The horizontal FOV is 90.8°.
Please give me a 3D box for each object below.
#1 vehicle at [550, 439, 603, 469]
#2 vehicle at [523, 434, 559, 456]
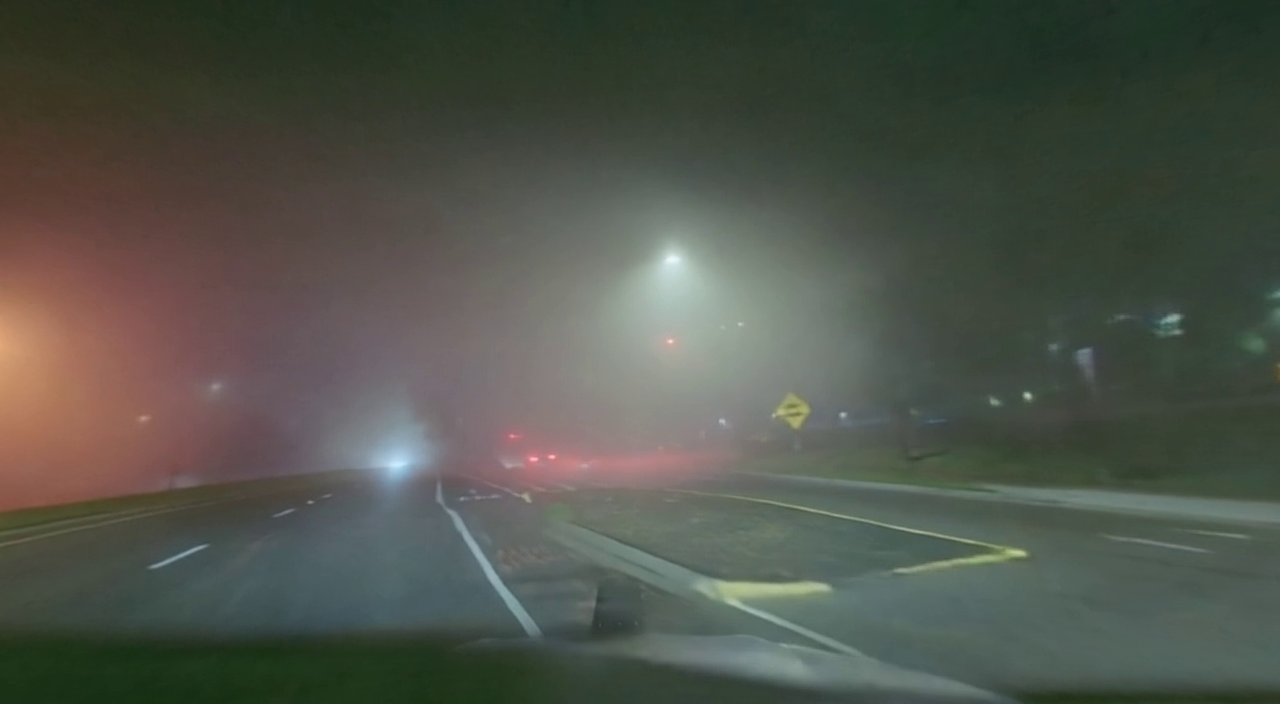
[{"bbox_3d":[-3.529,5.536,34.410,2.048,1.516,3.874,3,-9,-19],"label":"vehicle"},{"bbox_3d":[-7.784,7.272,49.269,2.007,1.605,3.852,3,-9,-21],"label":"vehicle"}]
